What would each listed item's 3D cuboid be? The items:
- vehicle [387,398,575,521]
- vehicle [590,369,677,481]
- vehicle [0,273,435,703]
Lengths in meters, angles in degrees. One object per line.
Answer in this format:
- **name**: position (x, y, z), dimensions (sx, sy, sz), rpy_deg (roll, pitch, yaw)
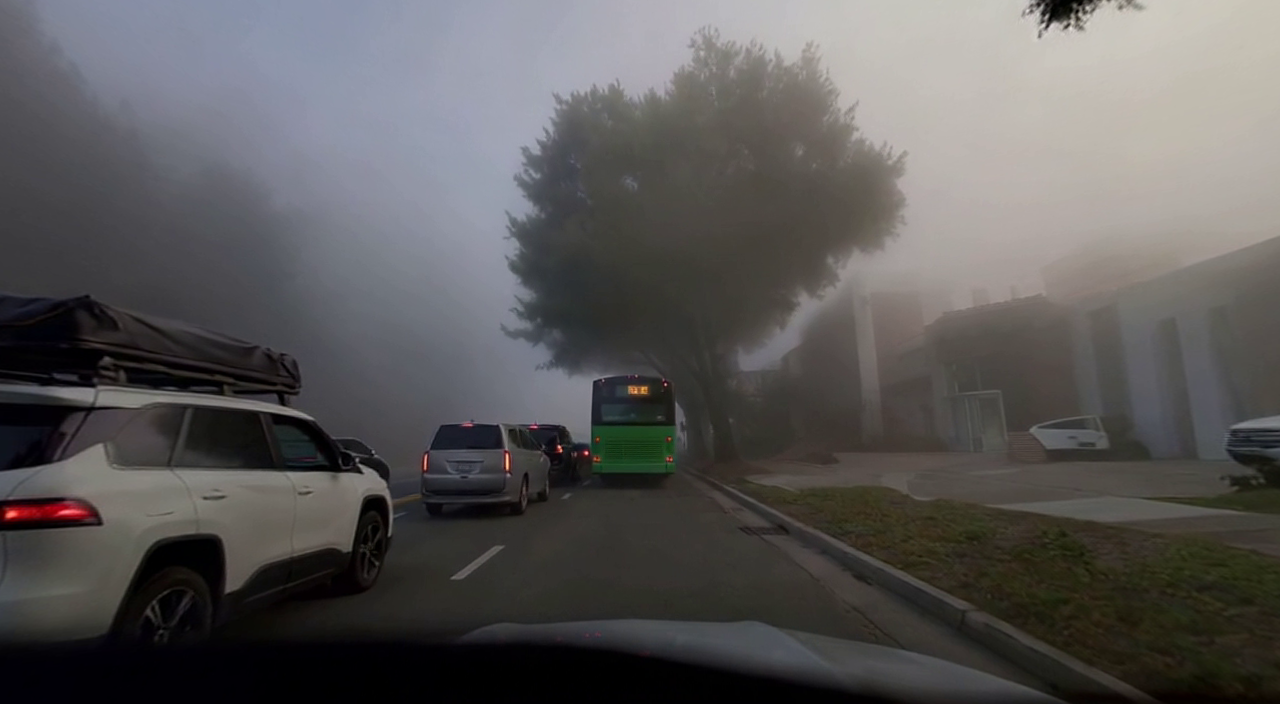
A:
- **vehicle**: position (-3.079, 2.320, 14.028), dimensions (2.546, 2.125, 5.869), rpy_deg (0, -9, 1)
- **vehicle**: position (-0.244, 3.423, 28.010), dimensions (2.970, 3.857, 12.200), rpy_deg (0, -9, 0)
- **vehicle**: position (-3.396, 1.009, 4.562), dimensions (2.095, 1.892, 5.043), rpy_deg (0, -9, 0)
